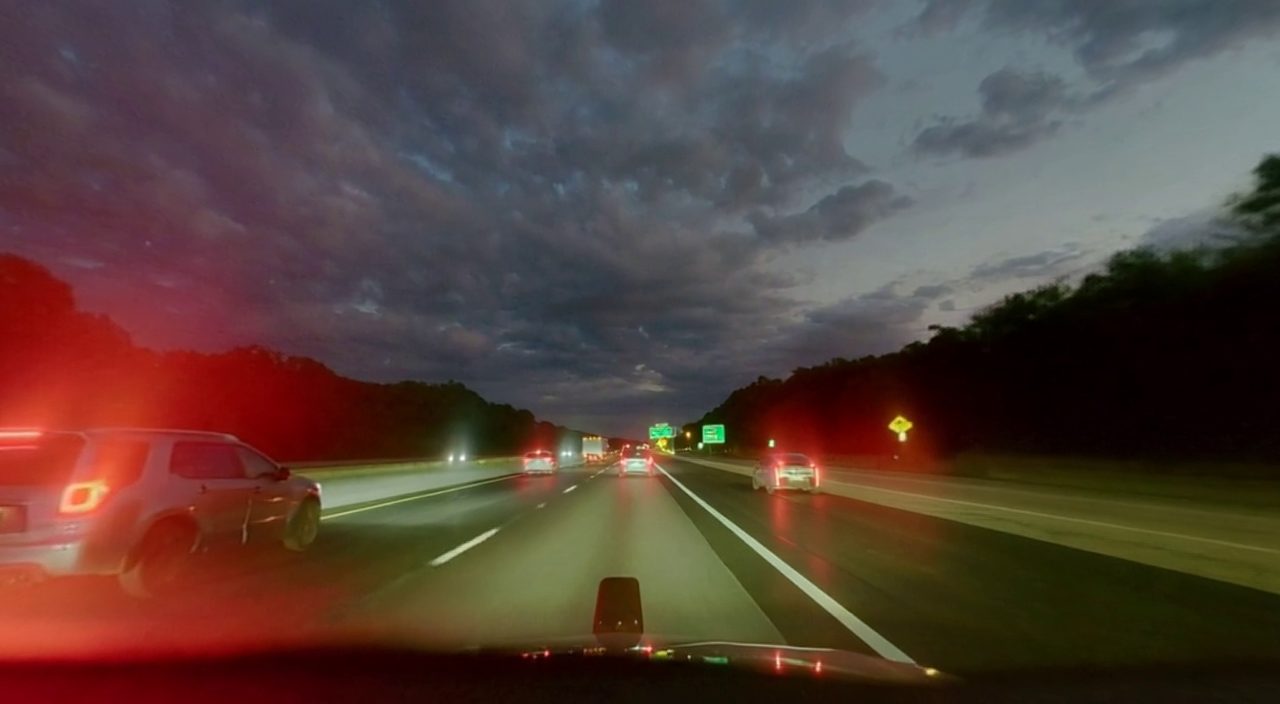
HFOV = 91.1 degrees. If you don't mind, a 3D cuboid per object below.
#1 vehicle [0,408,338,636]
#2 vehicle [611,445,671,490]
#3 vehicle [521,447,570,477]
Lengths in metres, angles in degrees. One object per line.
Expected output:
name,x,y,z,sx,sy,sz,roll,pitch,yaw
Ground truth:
vehicle,-5.292,1.548,6.667,2.058,1.626,4.118,0,-9,1
vehicle,0.030,4.059,22.458,1.940,1.451,3.512,0,-9,0
vehicle,-4.898,5.768,33.165,1.892,1.481,4.180,0,-9,1
